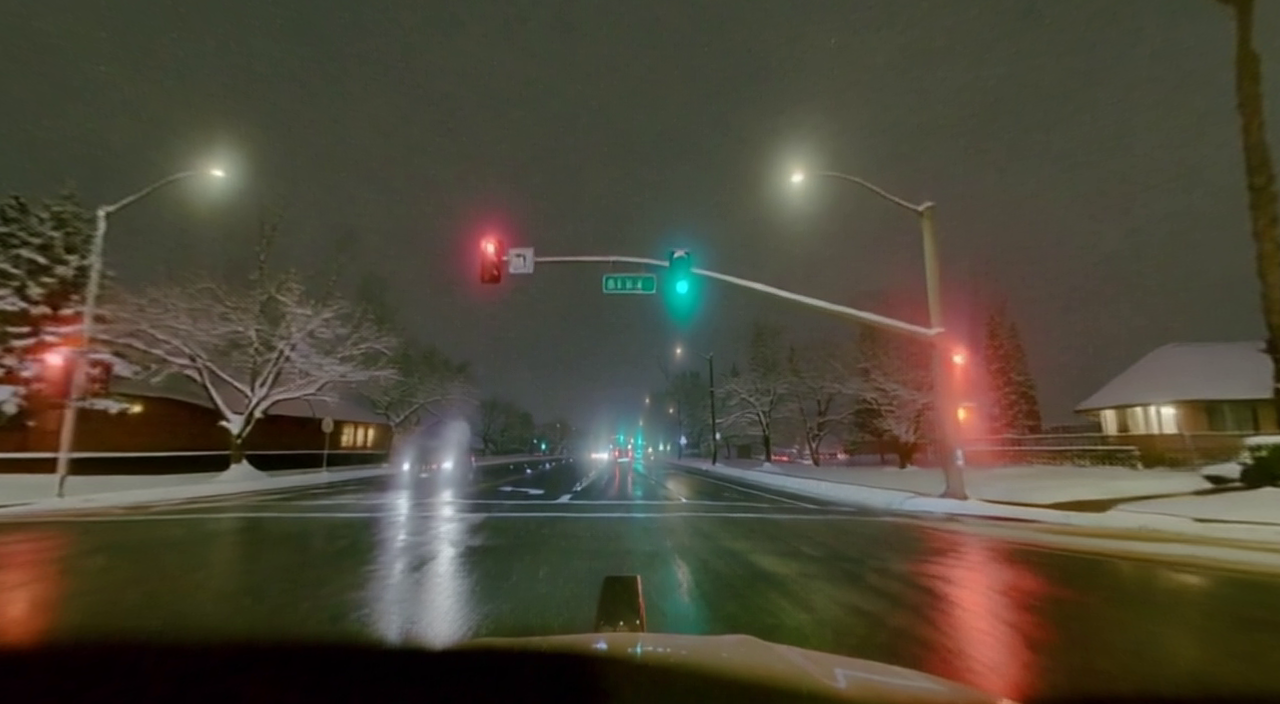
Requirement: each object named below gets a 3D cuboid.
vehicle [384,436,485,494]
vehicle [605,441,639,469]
[{"bbox_3d":[-6.518,3.640,20.551,1.983,1.684,3.938,0,-9,-1],"label":"vehicle"},{"bbox_3d":[-1.336,7.197,44.300,2.248,1.833,4.798,0,-9,-3],"label":"vehicle"}]
